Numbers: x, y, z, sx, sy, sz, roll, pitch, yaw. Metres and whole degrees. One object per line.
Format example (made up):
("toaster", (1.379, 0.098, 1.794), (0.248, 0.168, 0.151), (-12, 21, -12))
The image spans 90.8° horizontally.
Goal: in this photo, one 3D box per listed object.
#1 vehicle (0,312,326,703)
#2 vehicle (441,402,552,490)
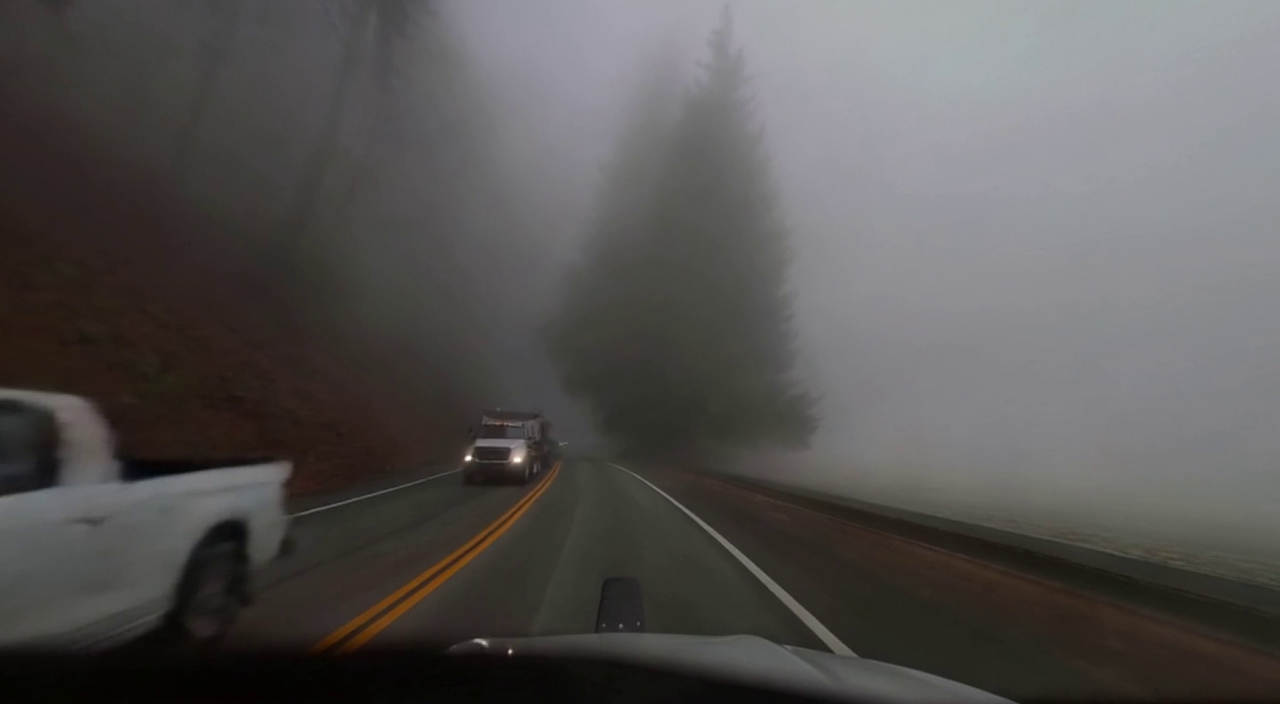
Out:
("vehicle", (-3.395, 0.802, 2.597), (2.057, 1.792, 4.457), (0, -8, -3))
("vehicle", (-4.821, 3.398, 22.969), (2.939, 2.556, 8.664), (1, -8, -6))
